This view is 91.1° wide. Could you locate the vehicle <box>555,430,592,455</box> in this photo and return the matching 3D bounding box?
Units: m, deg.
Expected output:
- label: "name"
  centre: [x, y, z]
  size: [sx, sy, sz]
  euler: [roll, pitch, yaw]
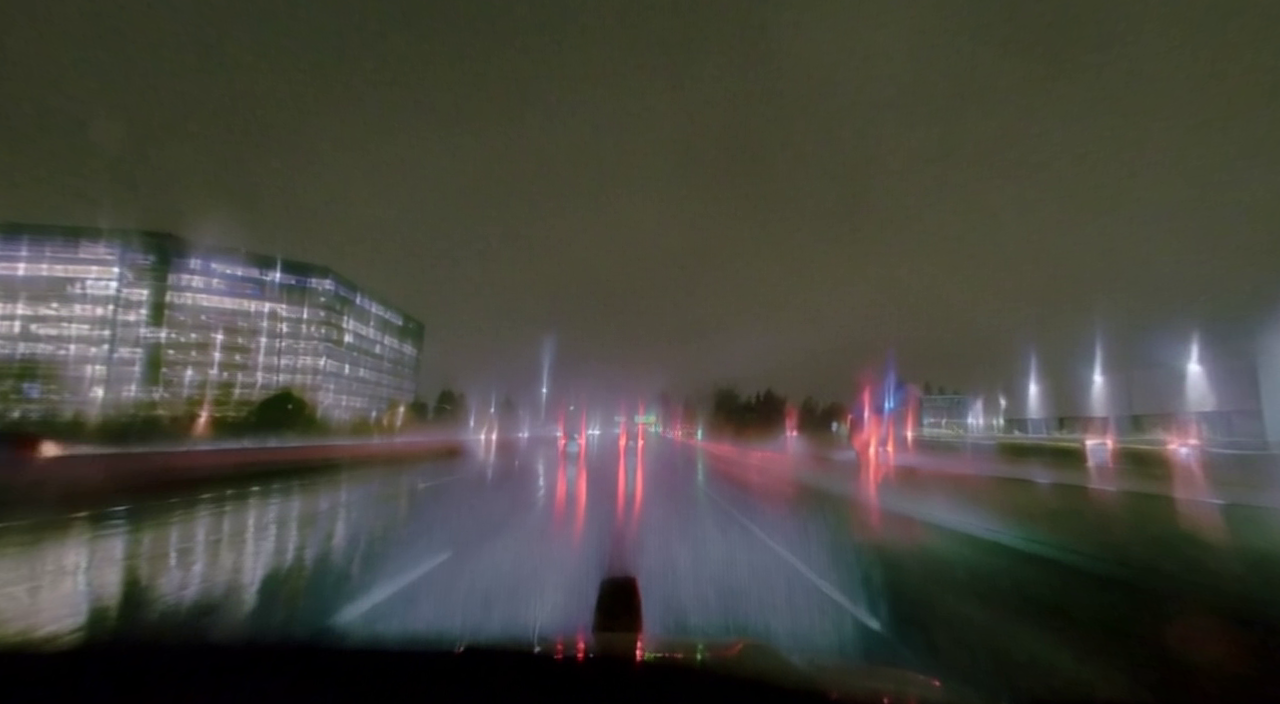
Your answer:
- label: "vehicle"
  centre: [-4.580, 6.252, 43.658]
  size: [2.036, 1.612, 4.510]
  euler: [0, -8, 0]
